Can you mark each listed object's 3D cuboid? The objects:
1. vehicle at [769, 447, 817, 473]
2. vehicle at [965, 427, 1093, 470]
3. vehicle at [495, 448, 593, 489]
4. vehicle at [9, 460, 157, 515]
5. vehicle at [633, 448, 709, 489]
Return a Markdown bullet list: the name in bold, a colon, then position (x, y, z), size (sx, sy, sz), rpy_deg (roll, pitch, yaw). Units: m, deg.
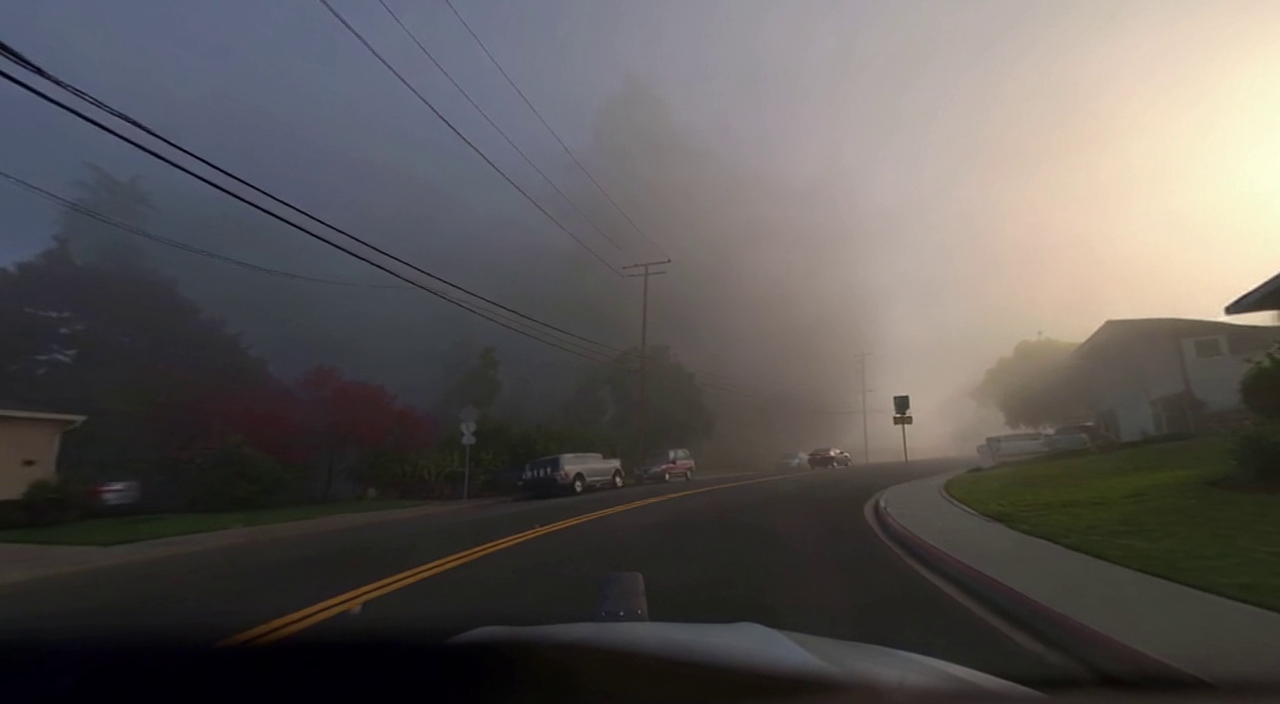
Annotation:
- **vehicle**: position (10.644, 7.539, 43.805), size (1.971, 1.539, 4.110), rpy_deg (-6, -15, 33)
- **vehicle**: position (16.260, 4.101, 26.635), size (4.339, 1.668, 1.812), rpy_deg (-5, -10, 28)
- **vehicle**: position (-4.774, 5.679, 31.129), size (4.758, 1.802, 2.155), rpy_deg (-7, -12, 41)
- **vehicle**: position (-17.602, 4.222, 19.997), size (3.697, 1.489, 1.842), rpy_deg (-3, -10, 21)
- **vehicle**: position (1.585, 5.700, 30.569), size (2.056, 1.726, 4.463), rpy_deg (-7, -14, 25)
